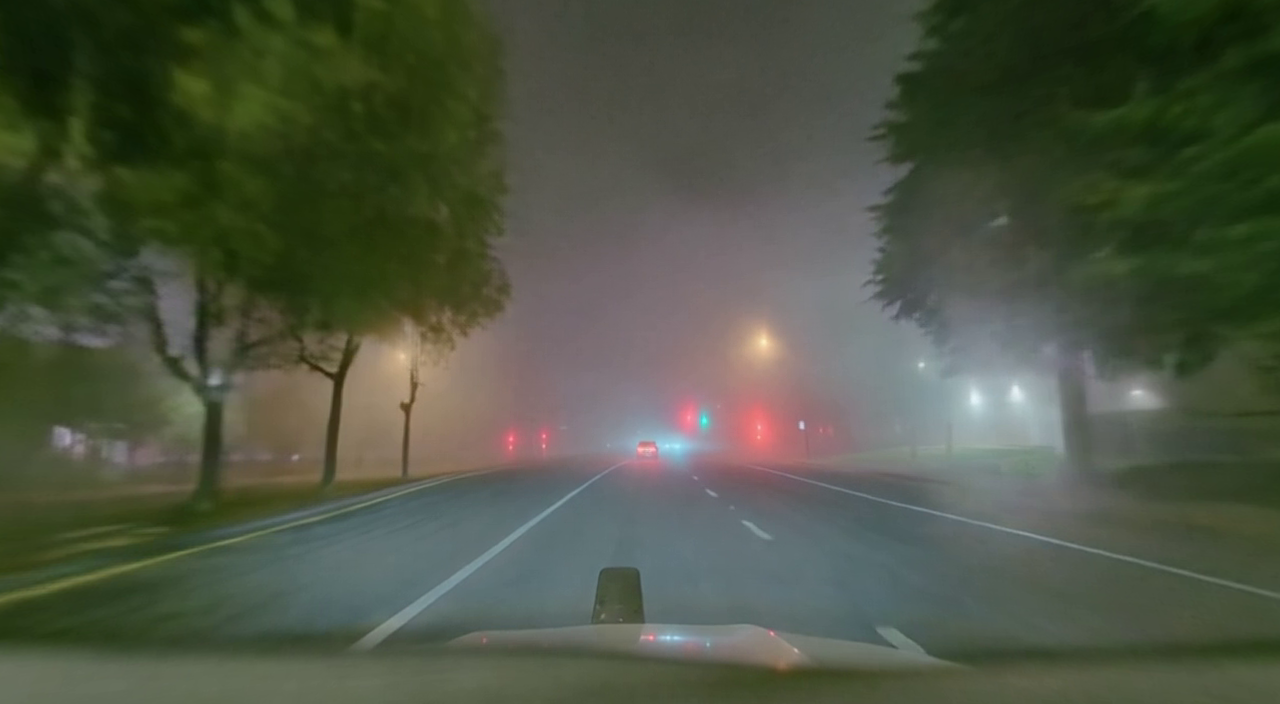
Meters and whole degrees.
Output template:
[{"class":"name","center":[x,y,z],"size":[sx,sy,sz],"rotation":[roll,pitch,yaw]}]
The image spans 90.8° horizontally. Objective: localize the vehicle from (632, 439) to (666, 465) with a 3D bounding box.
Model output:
[{"class":"vehicle","center":[0.595,6.326,40.242],"size":[2.037,1.568,3.693],"rotation":[-1,-8,2]}]
